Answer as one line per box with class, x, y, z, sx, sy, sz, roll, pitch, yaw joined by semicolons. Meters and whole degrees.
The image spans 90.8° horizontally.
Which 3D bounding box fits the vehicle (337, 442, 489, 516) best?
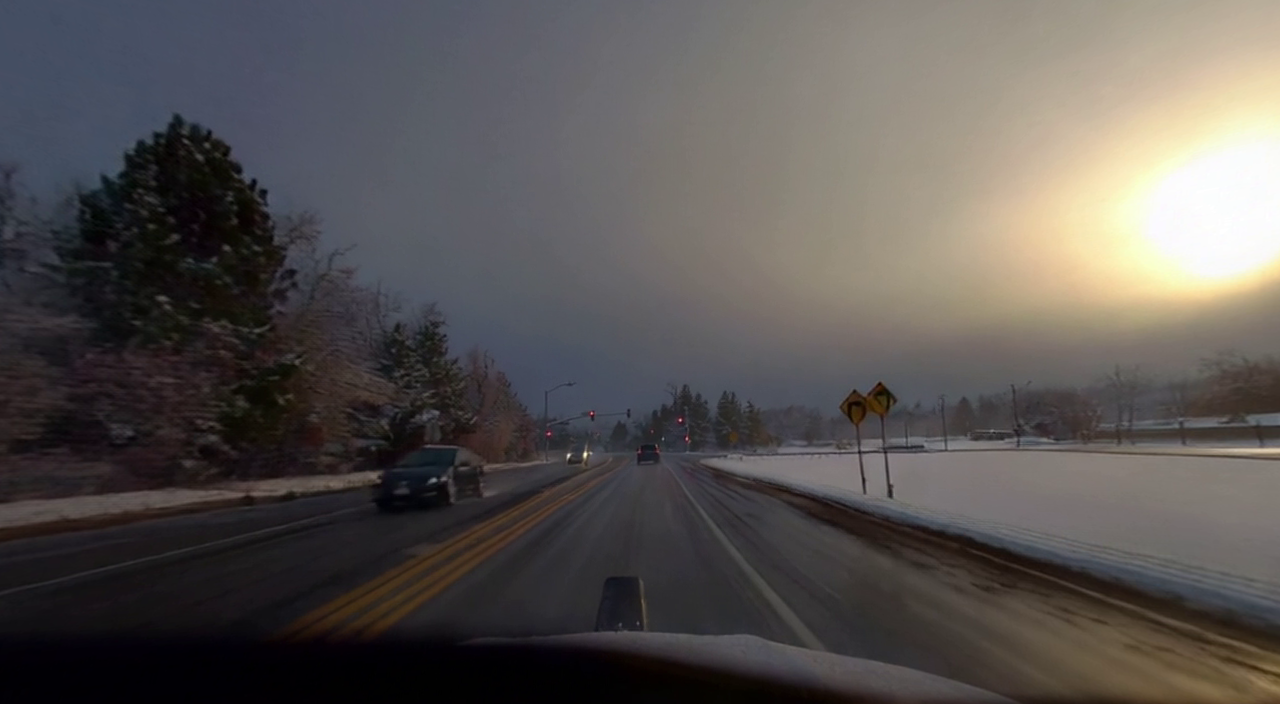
vehicle;-5.151;2.916;15.103;2.002;1.455;4.450;-1;-8;-1
